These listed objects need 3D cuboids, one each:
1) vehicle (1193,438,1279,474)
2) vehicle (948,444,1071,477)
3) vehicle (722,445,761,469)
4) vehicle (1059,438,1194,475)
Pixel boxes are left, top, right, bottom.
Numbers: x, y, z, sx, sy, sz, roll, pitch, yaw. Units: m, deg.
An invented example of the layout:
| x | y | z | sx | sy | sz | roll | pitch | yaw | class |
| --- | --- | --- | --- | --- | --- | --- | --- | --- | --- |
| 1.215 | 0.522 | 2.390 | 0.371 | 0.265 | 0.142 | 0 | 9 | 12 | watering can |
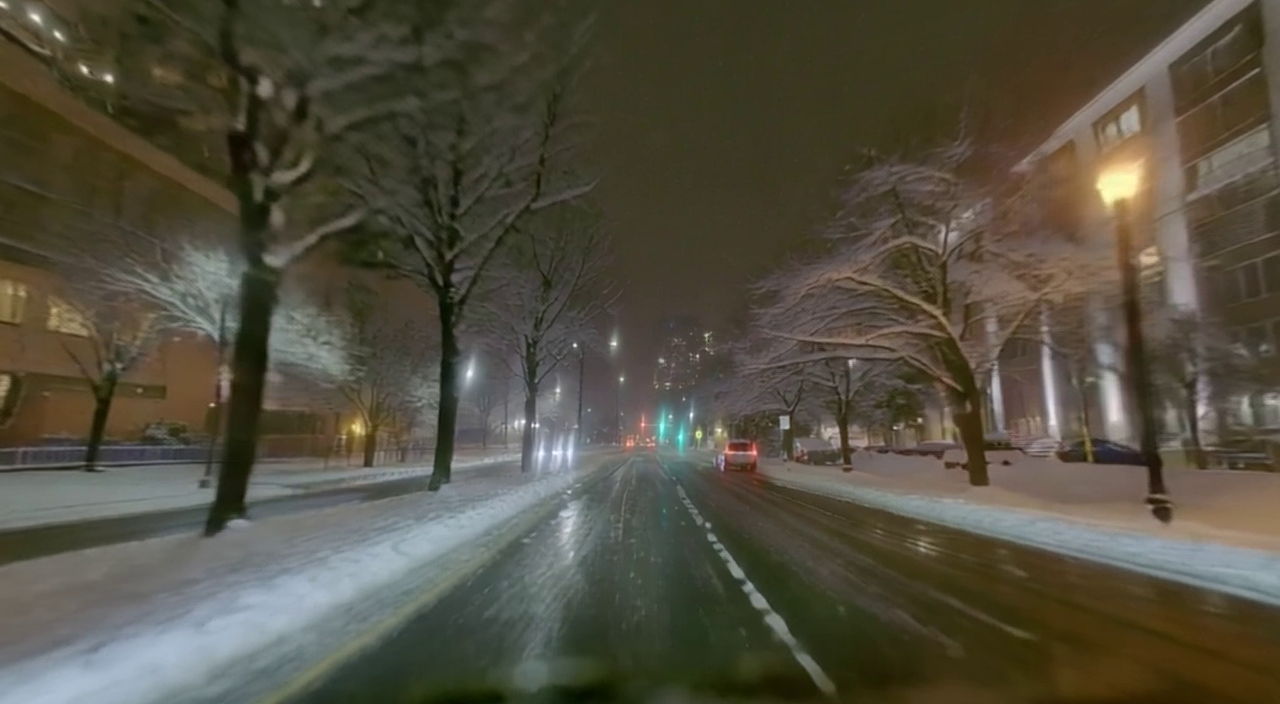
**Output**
| x | y | z | sx | sy | sz | roll | pitch | yaw | class |
| --- | --- | --- | --- | --- | --- | --- | --- | --- | --- |
| 27.278 | 4.496 | 27.429 | 4.560 | 1.444 | 1.929 | -1 | -8 | -2 | vehicle |
| 16.233 | 4.760 | 27.832 | 4.276 | 1.397 | 1.786 | 0 | -8 | 1 | vehicle |
| 6.796 | 7.087 | 42.678 | 1.948 | 1.511 | 4.623 | 0 | -8 | 1 | vehicle |
| 21.158 | 4.537 | 27.532 | 4.333 | 1.491 | 1.744 | -1 | -8 | 1 | vehicle |
